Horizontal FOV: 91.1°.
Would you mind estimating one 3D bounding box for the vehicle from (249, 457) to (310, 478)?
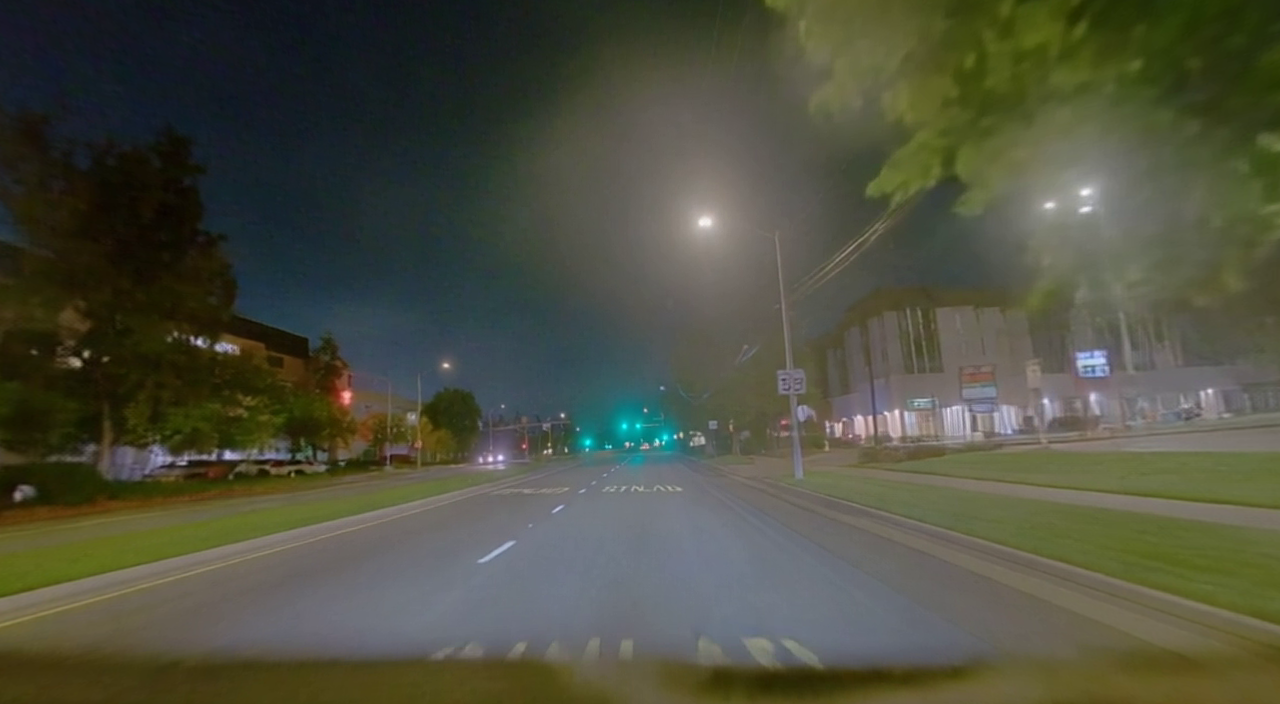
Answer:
[{"bbox_3d":[-27.510,8.825,47.939,3.592,1.501,1.697,0,-9,2],"label":"vehicle"}]

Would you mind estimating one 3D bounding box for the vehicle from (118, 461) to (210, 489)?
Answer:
[{"bbox_3d":[-27.658,7.121,36.553,3.797,1.527,1.830,0,-9,0],"label":"vehicle"}]

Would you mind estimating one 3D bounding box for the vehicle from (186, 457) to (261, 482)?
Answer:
[{"bbox_3d":[-28.169,7.943,42.539,3.664,1.564,2.023,0,-9,1],"label":"vehicle"}]
